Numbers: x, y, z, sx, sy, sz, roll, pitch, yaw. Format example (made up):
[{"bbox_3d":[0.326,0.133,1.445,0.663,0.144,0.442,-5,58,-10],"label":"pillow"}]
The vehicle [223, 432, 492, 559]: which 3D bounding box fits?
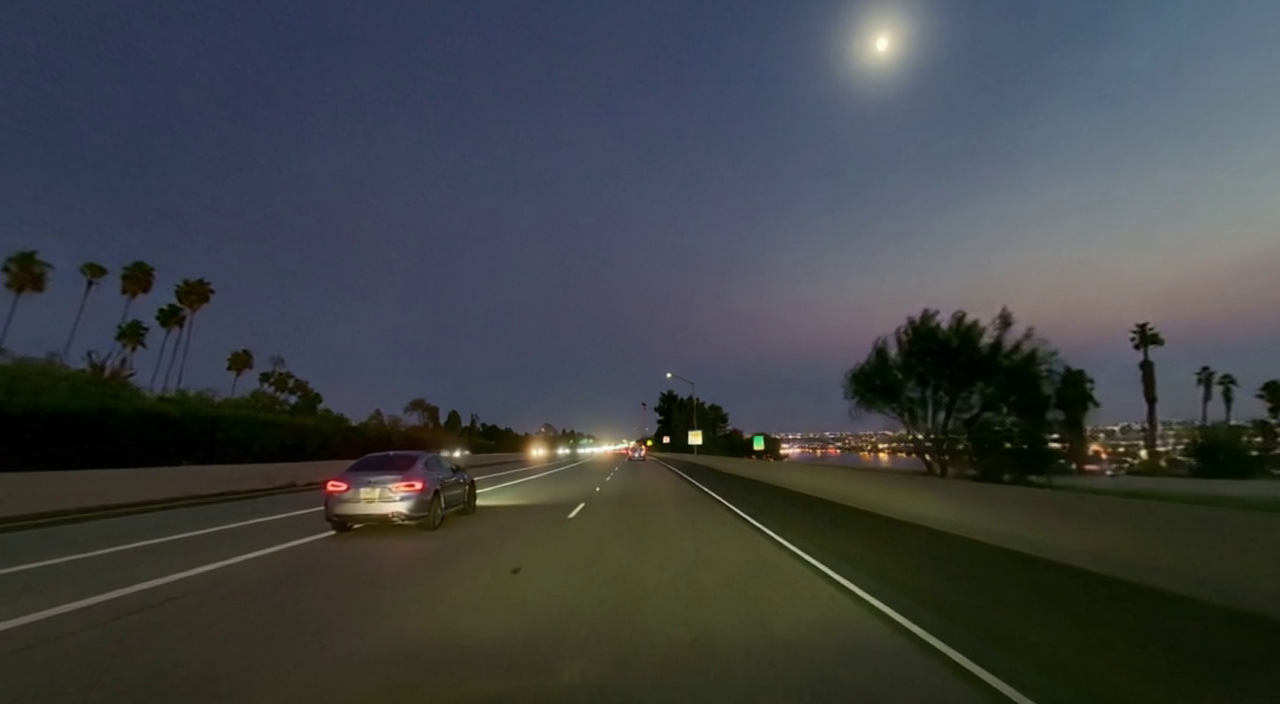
[{"bbox_3d":[-4.099,2.144,10.273,2.092,1.562,4.748,0,-8,2],"label":"vehicle"}]
